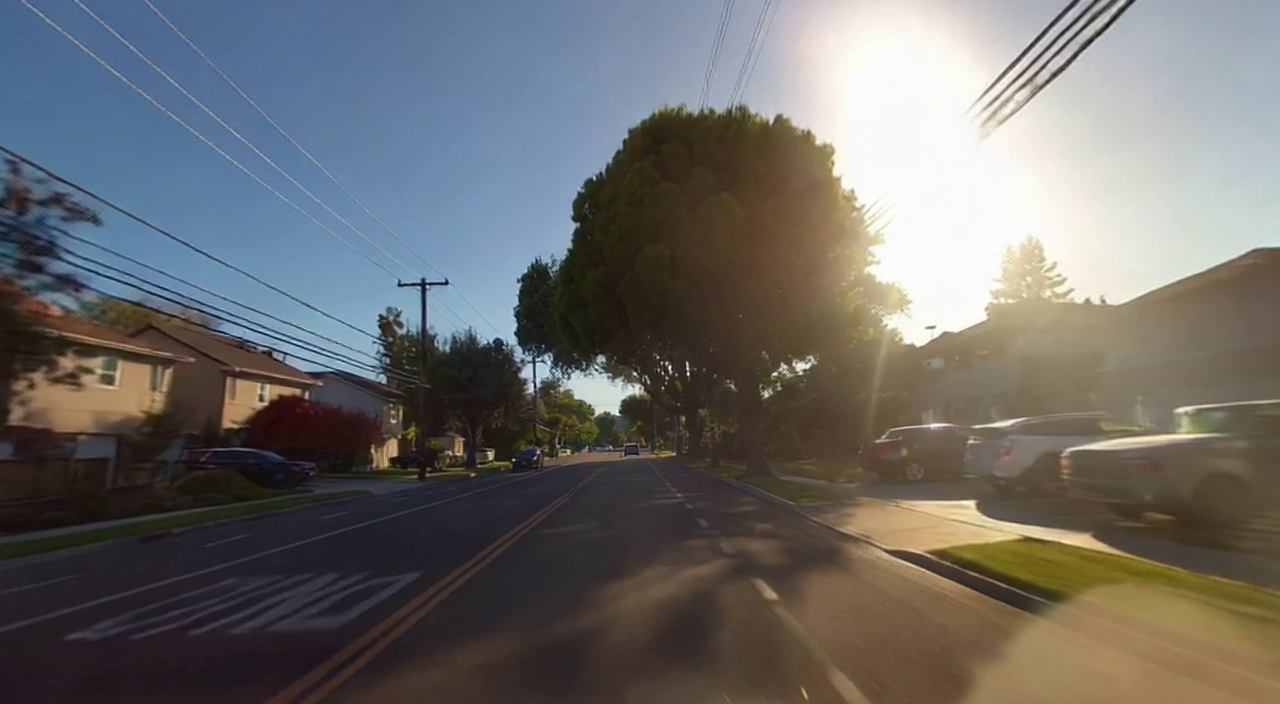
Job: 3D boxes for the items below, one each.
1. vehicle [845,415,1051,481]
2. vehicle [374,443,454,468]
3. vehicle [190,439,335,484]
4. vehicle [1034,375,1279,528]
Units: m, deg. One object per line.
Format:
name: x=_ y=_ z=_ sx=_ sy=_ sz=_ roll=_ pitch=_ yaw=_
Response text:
vehicle: x=9.256 y=2.936 z=19.386 sx=5.212 sy=1.853 sz=2.062 roll=0 pitch=-8 yaw=1
vehicle: x=-15.238 y=6.977 z=42.822 sx=4.651 sy=1.615 sz=1.961 roll=0 pitch=-8 yaw=2
vehicle: x=-15.113 y=4.391 z=25.502 sx=4.501 sy=1.689 sz=2.106 roll=0 pitch=-8 yaw=1
vehicle: x=8.843 y=1.424 z=9.173 sx=4.747 sy=1.942 sz=2.158 roll=0 pitch=-8 yaw=0
